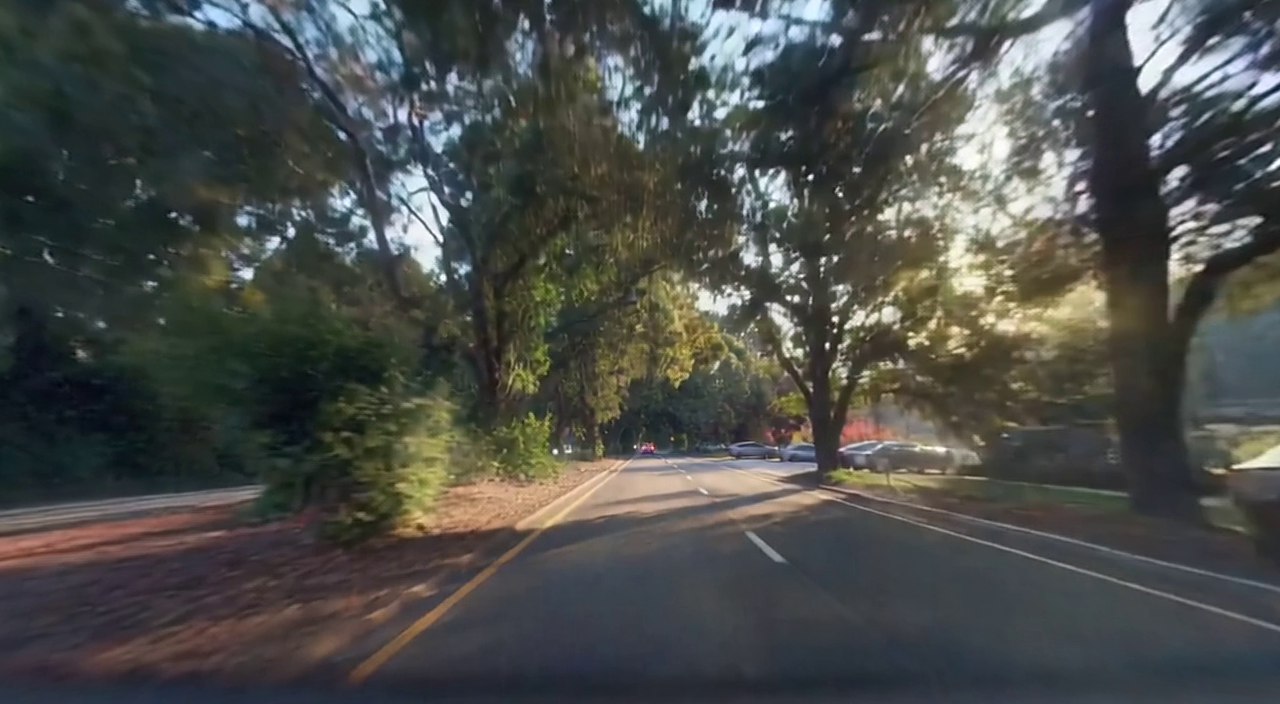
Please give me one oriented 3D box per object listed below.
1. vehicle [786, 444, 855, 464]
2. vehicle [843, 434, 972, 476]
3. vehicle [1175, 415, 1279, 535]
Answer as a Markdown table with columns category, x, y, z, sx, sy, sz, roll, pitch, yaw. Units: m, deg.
| category | x | y | z | sx | sy | sz | roll | pitch | yaw |
| --- | --- | --- | --- | --- | --- | --- | --- | --- | --- |
| vehicle | 13.162 | 7.448 | 46.221 | 4.438 | 1.444 | 1.900 | 0 | -8 | -1 |
| vehicle | 11.203 | 4.346 | 26.656 | 4.493 | 1.705 | 2.034 | 0 | -8 | 0 |
| vehicle | 10.844 | 1.692 | 8.709 | 4.766 | 1.557 | 2.168 | 0 | -9 | 4 |
